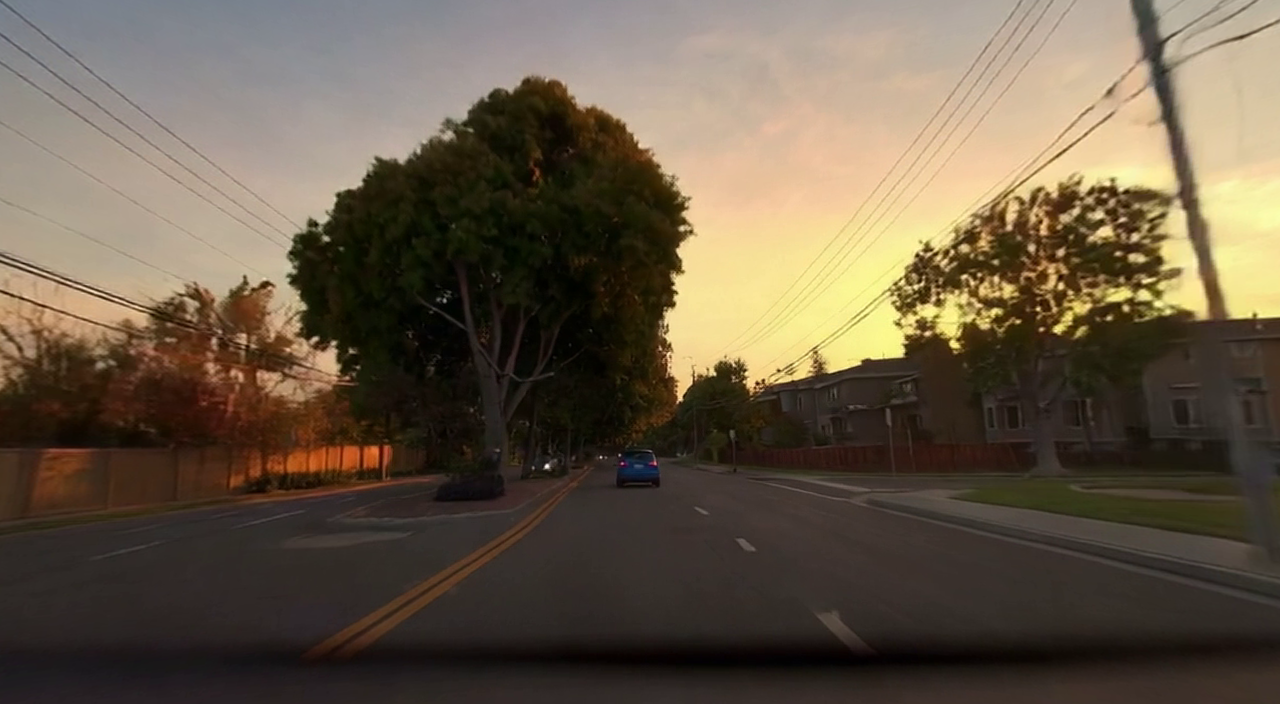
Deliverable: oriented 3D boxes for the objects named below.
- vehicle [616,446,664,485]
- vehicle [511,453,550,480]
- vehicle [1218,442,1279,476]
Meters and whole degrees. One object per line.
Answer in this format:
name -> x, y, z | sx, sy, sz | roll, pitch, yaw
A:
vehicle -> -0.062, 5.292, 29.841 | 2.139, 1.699, 3.916 | 0, -8, -2
vehicle -> -7.515, 7.908, 43.808 | 2.046, 1.730, 4.310 | 0, -8, -1
vehicle -> 36.040, 6.046, 35.892 | 4.461, 1.828, 2.165 | 1, -8, -6
